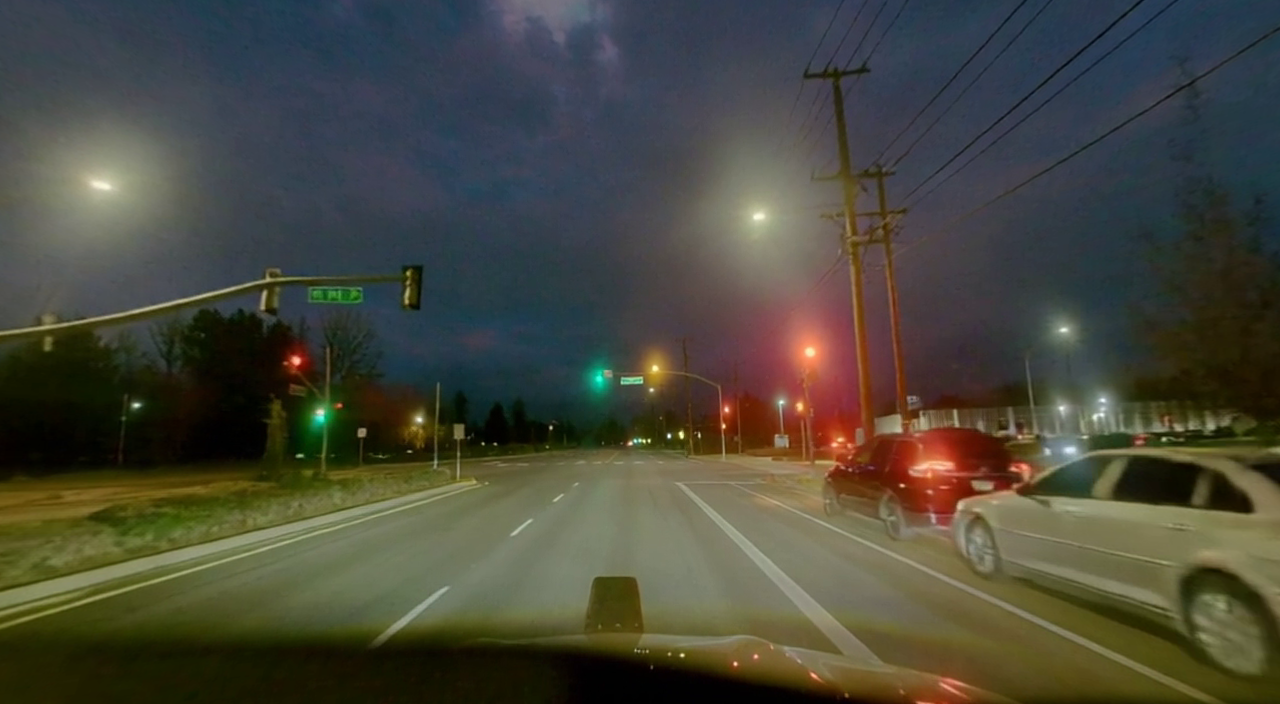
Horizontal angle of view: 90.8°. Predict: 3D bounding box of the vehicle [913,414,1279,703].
[{"bbox_3d":[3.961,1.264,4.634,1.833,1.444,4.589,0,-8,0],"label":"vehicle"}]
